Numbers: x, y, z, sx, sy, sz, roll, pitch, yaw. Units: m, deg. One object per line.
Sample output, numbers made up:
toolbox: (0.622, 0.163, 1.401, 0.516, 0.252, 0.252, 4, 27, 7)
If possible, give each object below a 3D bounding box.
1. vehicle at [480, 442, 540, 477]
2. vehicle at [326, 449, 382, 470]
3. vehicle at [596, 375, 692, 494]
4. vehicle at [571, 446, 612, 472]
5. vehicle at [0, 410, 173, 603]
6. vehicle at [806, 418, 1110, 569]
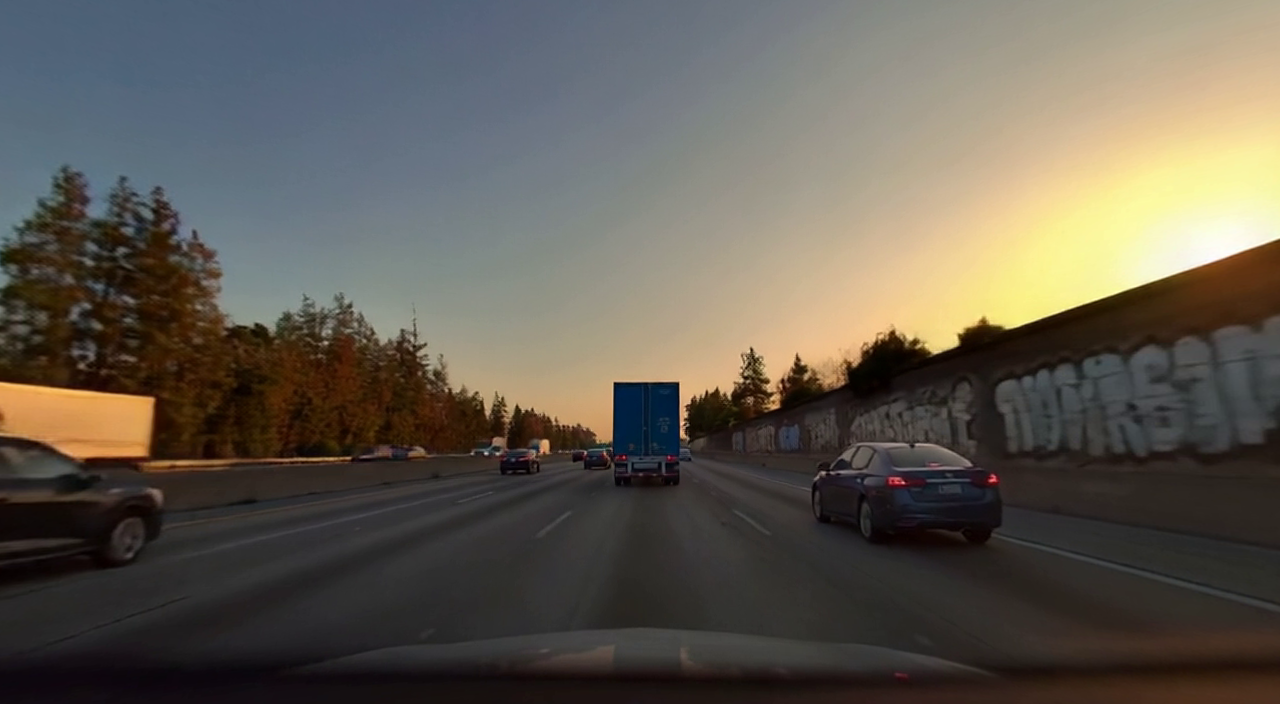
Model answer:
vehicle: (-6.372, 5.351, 31.416, 2.005, 1.607, 4.042, -1, -9, 2)
vehicle: (-20.754, 7.822, 45.909, 1.806, 1.455, 4.426, -1, -9, 3)
vehicle: (0.120, 3.295, 24.351, 2.915, 3.661, 9.741, 0, -9, 0)
vehicle: (-2.892, 6.487, 38.347, 2.020, 1.505, 4.171, 0, -9, 2)
vehicle: (-6.687, 1.278, 5.017, 2.134, 1.662, 4.851, 0, -9, 1)
vehicle: (4.170, 1.948, 9.377, 2.205, 1.689, 4.403, 0, -9, 0)
